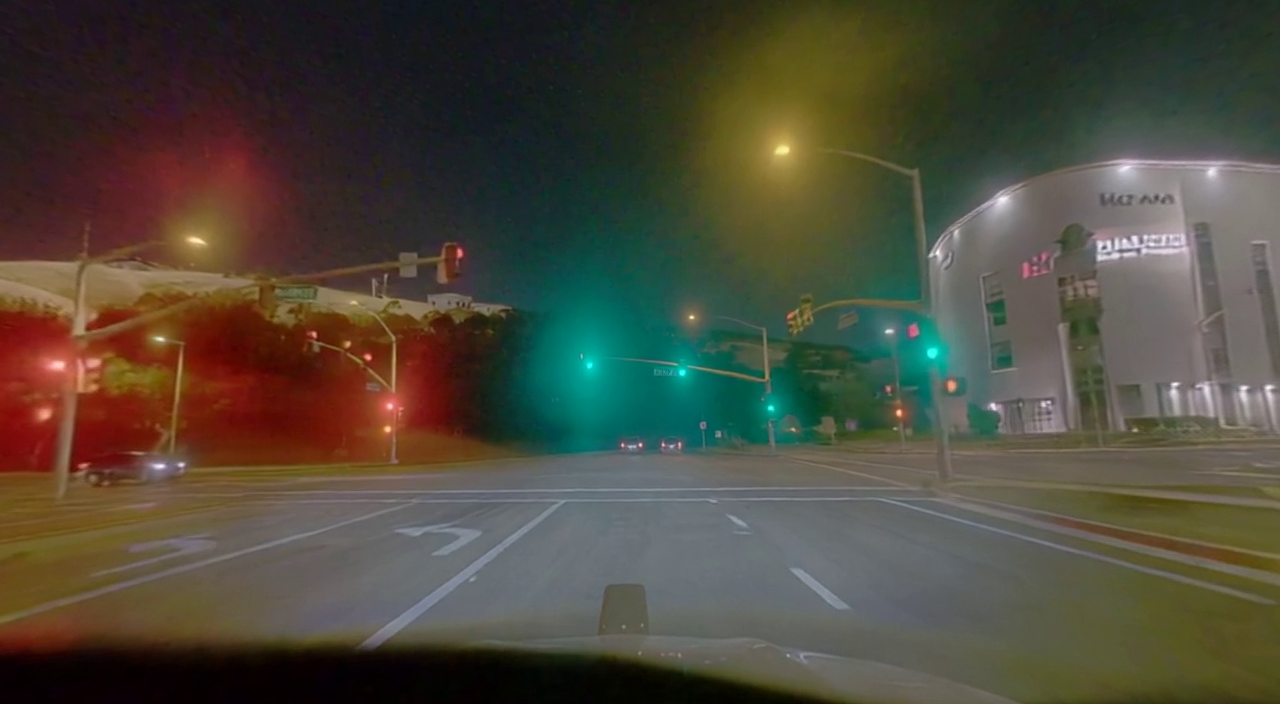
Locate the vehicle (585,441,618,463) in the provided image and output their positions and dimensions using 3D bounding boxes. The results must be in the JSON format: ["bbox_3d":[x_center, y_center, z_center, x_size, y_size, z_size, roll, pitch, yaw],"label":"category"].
[{"bbox_3d":[-2.961,7.869,49.499,1.723,1.522,3.791,-5,-10,8],"label":"vehicle"}]

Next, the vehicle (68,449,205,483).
[{"bbox_3d":[-22.181,5.013,27.867,4.518,1.423,1.888,-1,-8,4],"label":"vehicle"}]
